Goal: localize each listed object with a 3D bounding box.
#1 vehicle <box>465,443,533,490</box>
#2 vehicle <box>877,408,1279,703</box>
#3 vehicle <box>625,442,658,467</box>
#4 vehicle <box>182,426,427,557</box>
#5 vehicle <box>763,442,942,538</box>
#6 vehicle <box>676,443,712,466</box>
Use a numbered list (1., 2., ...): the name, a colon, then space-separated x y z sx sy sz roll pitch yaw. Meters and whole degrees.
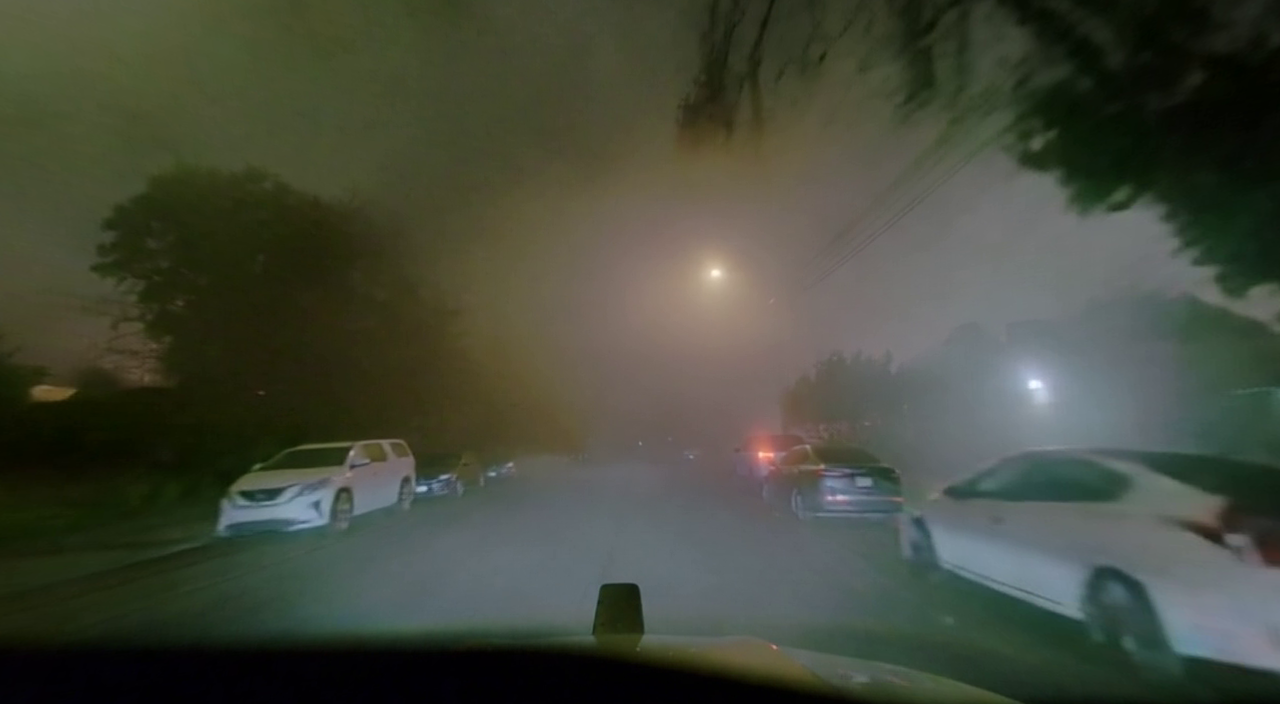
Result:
1. vehicle: -6.028 4.891 27.548 1.769 1.572 4.990 -4 -6 0
2. vehicle: 3.792 1.292 4.820 2.039 1.480 4.831 -1 -9 -1
3. vehicle: 0.053 6.784 41.998 2.062 1.509 4.305 0 -9 -1
4. vehicle: -5.925 2.424 12.073 2.115 1.820 5.002 -3 -7 -2
5. vehicle: 3.691 2.449 11.961 1.789 1.435 4.499 0 -8 0
6. vehicle: 3.948 7.611 46.993 2.144 1.572 5.026 0 -8 0
